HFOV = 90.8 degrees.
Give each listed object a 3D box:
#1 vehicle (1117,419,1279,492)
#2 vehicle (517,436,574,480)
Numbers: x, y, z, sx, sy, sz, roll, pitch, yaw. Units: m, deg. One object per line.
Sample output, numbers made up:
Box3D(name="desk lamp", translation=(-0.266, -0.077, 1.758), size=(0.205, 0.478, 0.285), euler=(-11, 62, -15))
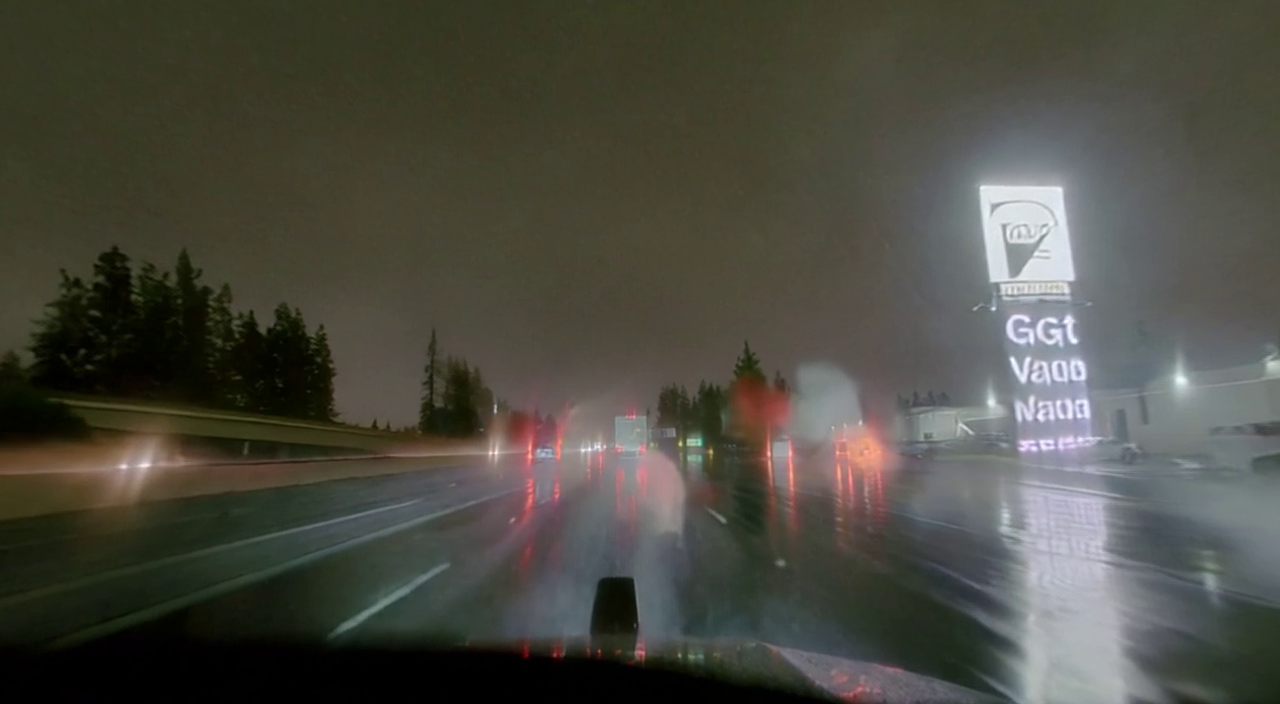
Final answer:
Box3D(name="vehicle", translation=(29.608, 5.061, 31.115), size=(3.185, 3.246, 9.903), euler=(2, -9, -11))
Box3D(name="vehicle", translation=(-4.471, 5.093, 30.669), size=(2.095, 1.930, 4.680), euler=(0, -9, 0))
